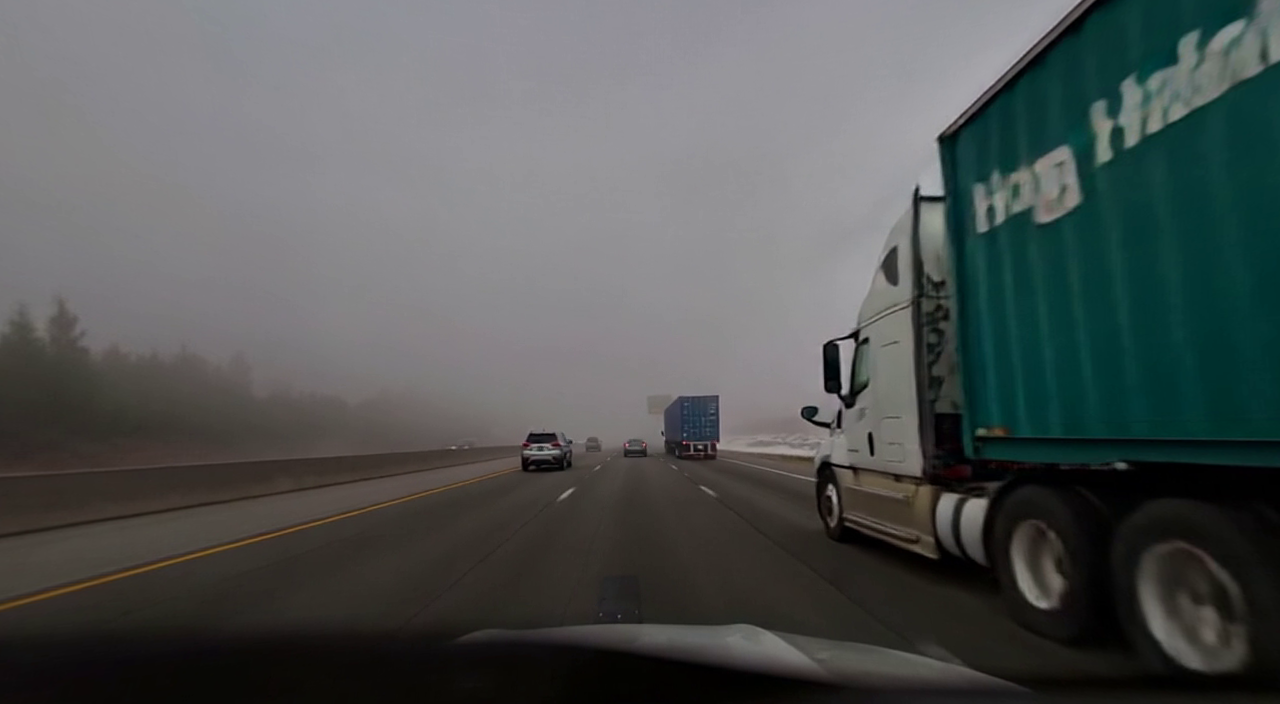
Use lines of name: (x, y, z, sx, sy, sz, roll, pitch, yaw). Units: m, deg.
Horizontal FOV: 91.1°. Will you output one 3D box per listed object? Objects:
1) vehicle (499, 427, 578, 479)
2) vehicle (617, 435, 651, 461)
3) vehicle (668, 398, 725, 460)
vehicle: (-3.490, 3.560, 22.488, 2.054, 1.671, 4.445, 0, -8, 0)
vehicle: (-0.412, 6.058, 39.849, 2.088, 1.567, 4.240, 0, -8, -1)
vehicle: (3.718, 5.348, 43.290, 2.883, 3.836, 7.894, 0, -8, -2)
